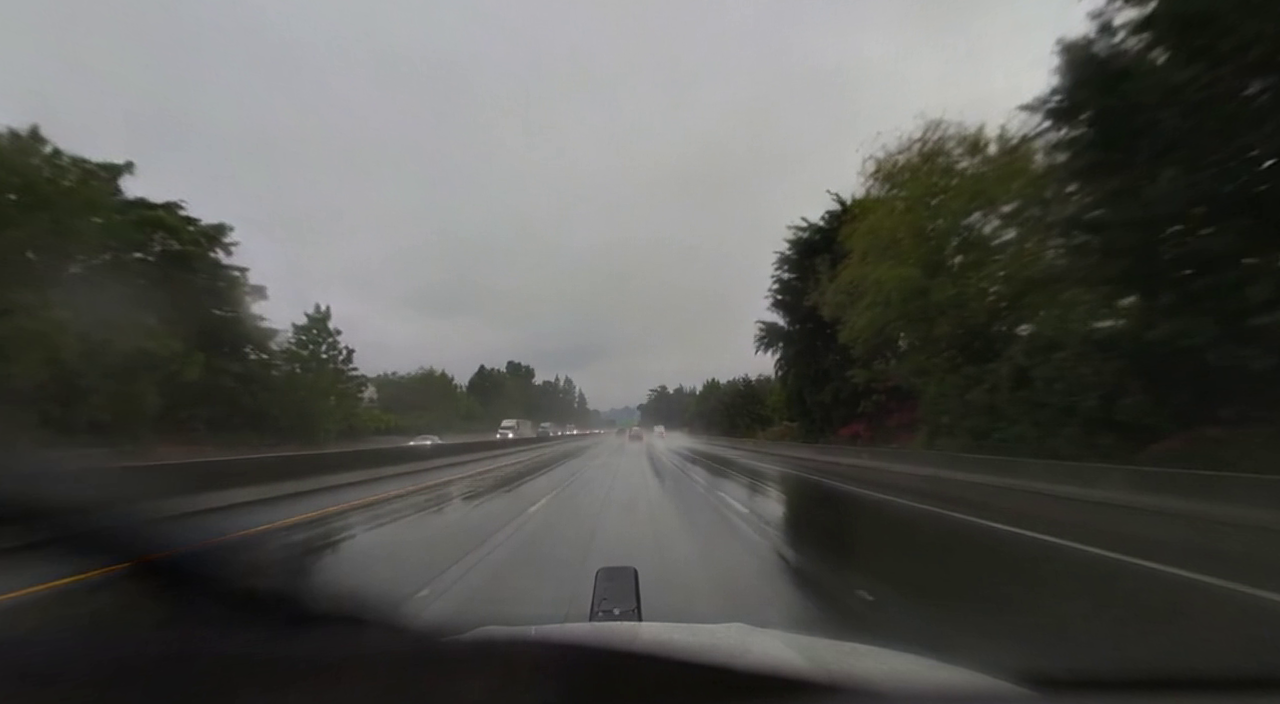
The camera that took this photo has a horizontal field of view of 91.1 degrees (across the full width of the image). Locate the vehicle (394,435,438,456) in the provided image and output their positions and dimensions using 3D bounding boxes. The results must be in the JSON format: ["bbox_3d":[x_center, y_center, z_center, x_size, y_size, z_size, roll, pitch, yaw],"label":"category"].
[{"bbox_3d":[-17.172,7.135,48.416,1.855,1.522,4.394,0,-7,0],"label":"vehicle"}]
